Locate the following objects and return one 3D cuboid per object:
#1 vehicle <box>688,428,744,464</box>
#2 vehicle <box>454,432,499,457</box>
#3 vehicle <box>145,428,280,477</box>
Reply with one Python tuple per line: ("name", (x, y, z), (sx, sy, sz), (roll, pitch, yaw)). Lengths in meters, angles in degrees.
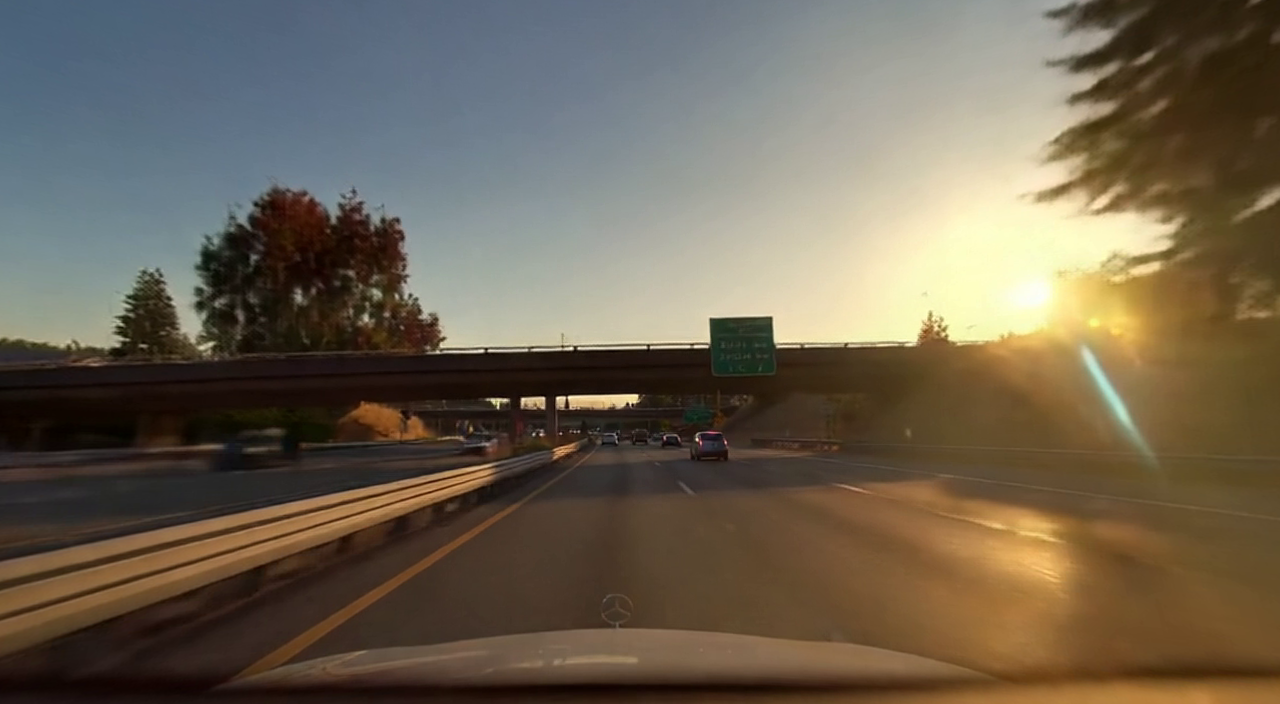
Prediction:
("vehicle", (3.434, 4.338, 29.291), (1.938, 1.578, 3.764), (0, -8, -3))
("vehicle", (-9.855, 5.580, 38.179), (1.815, 1.452, 3.760), (0, -8, -1))
("vehicle", (-14.033, 3.309, 21.003), (1.896, 1.460, 3.804), (0, -8, -2))
